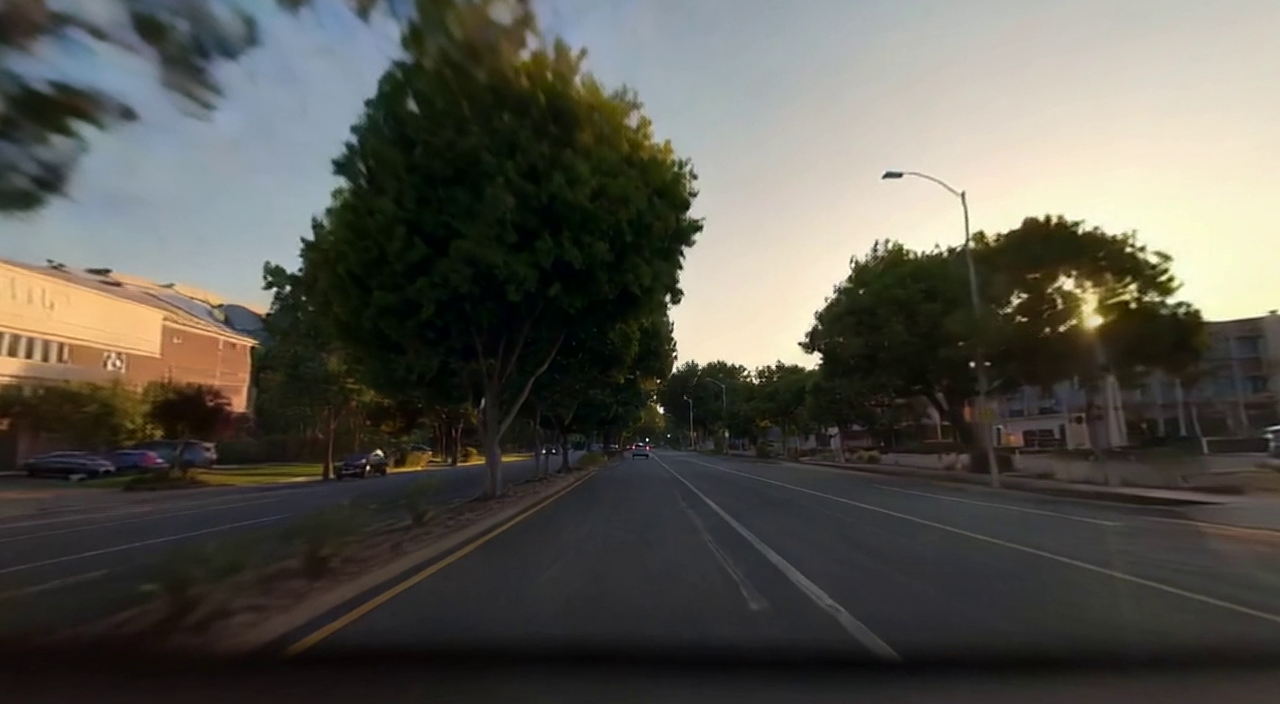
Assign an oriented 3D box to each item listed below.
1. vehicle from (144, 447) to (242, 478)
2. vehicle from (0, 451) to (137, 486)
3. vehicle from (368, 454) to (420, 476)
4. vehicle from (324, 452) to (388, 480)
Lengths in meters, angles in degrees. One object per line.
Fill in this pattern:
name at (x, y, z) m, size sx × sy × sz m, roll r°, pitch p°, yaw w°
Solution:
vehicle at (-26.652, 6.560, 37.692) m, size 4.261 × 1.781 × 1.985 m, roll 1°, pitch -8°, yaw -4°
vehicle at (-27.323, 5.523, 30.150) m, size 4.591 × 1.566 × 2.133 m, roll 0°, pitch -8°, yaw -2°
vehicle at (-18.487, 8.486, 47.613) m, size 1.861 × 1.499 × 4.535 m, roll -1°, pitch -8°, yaw 3°
vehicle at (-18.808, 7.542, 41.956) m, size 1.959 × 1.682 × 4.628 m, roll 0°, pitch -8°, yaw 3°
